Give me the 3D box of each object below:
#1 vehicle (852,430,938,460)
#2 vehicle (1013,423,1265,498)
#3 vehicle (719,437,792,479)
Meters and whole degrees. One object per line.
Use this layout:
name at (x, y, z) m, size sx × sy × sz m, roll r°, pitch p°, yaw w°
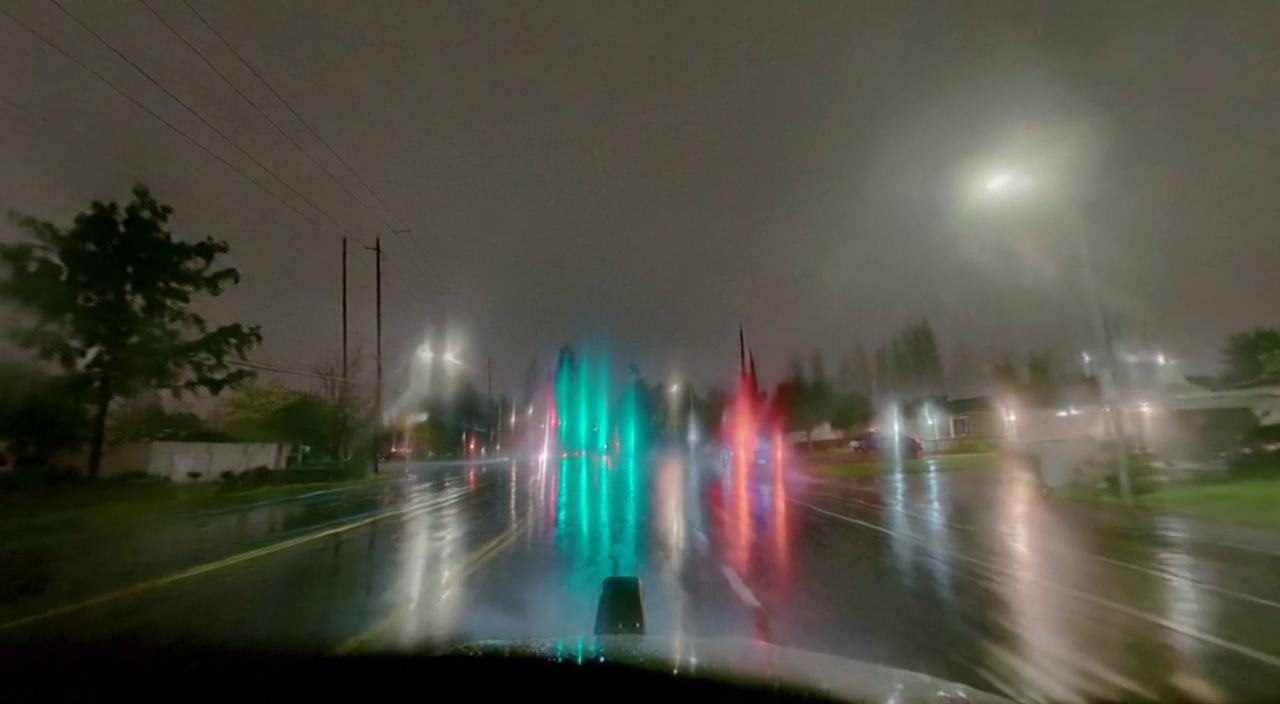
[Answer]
vehicle at (16.342, 5.984, 40.669) m, size 4.623 × 1.741 × 1.924 m, roll -2°, pitch -8°, yaw -3°
vehicle at (11.427, 2.506, 14.737) m, size 4.220 × 1.603 × 1.884 m, roll 0°, pitch -9°, yaw 0°
vehicle at (5.608, 5.205, 31.419) m, size 2.285 × 1.868 × 5.575 m, roll 0°, pitch -9°, yaw -3°
